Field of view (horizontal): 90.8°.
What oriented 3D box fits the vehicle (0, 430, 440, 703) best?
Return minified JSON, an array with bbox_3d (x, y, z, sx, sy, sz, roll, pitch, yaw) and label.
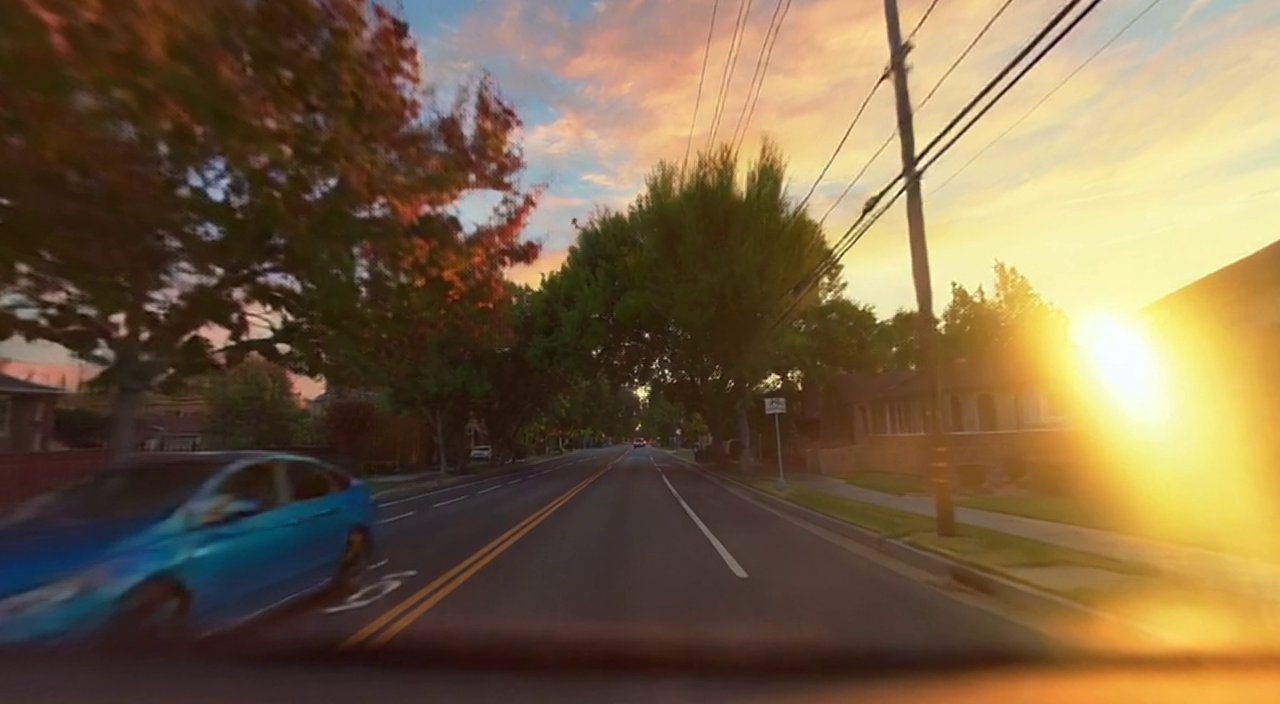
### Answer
[{"bbox_3d":[-3.454,1.455,5.411,2.102,1.463,4.024,0,-8,1],"label":"vehicle"}]
